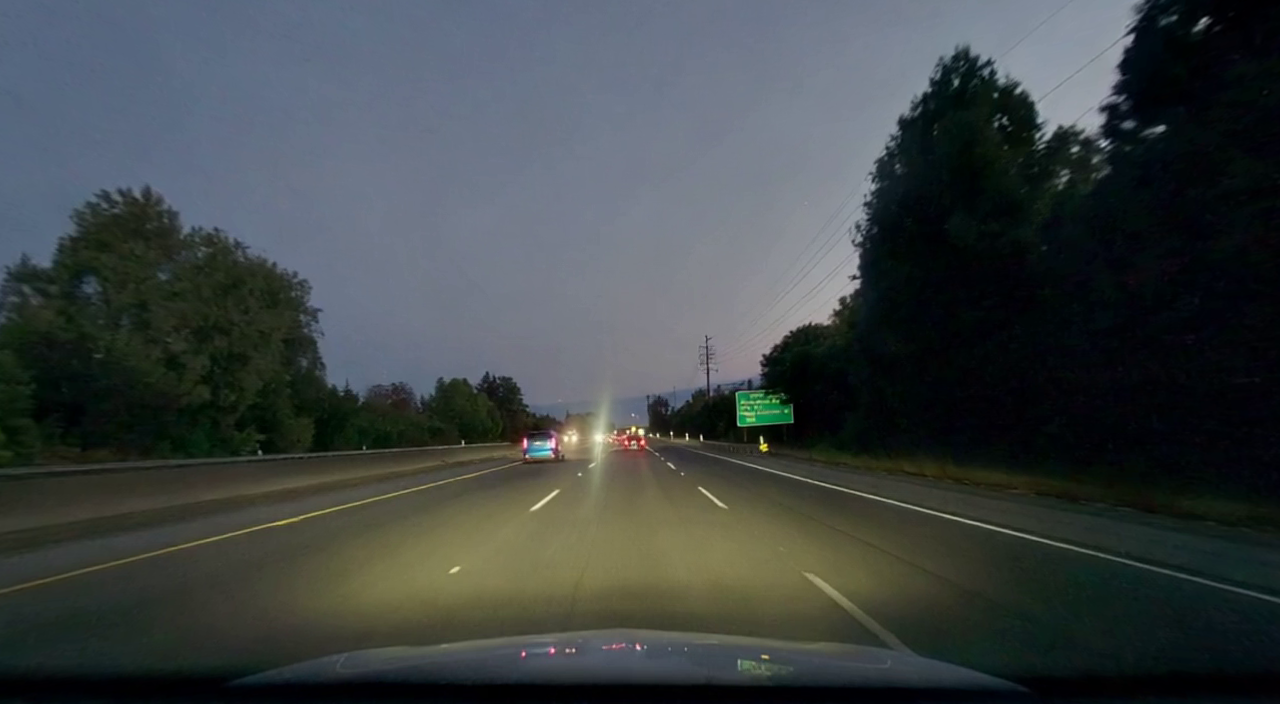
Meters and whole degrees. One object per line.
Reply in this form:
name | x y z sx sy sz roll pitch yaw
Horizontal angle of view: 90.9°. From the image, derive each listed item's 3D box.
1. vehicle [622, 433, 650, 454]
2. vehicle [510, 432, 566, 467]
vehicle | -0.303 6.522 45.089 1.890 1.472 3.716 0 -8 -1
vehicle | -4.589 4.403 28.818 1.911 1.477 3.807 0 -8 0
